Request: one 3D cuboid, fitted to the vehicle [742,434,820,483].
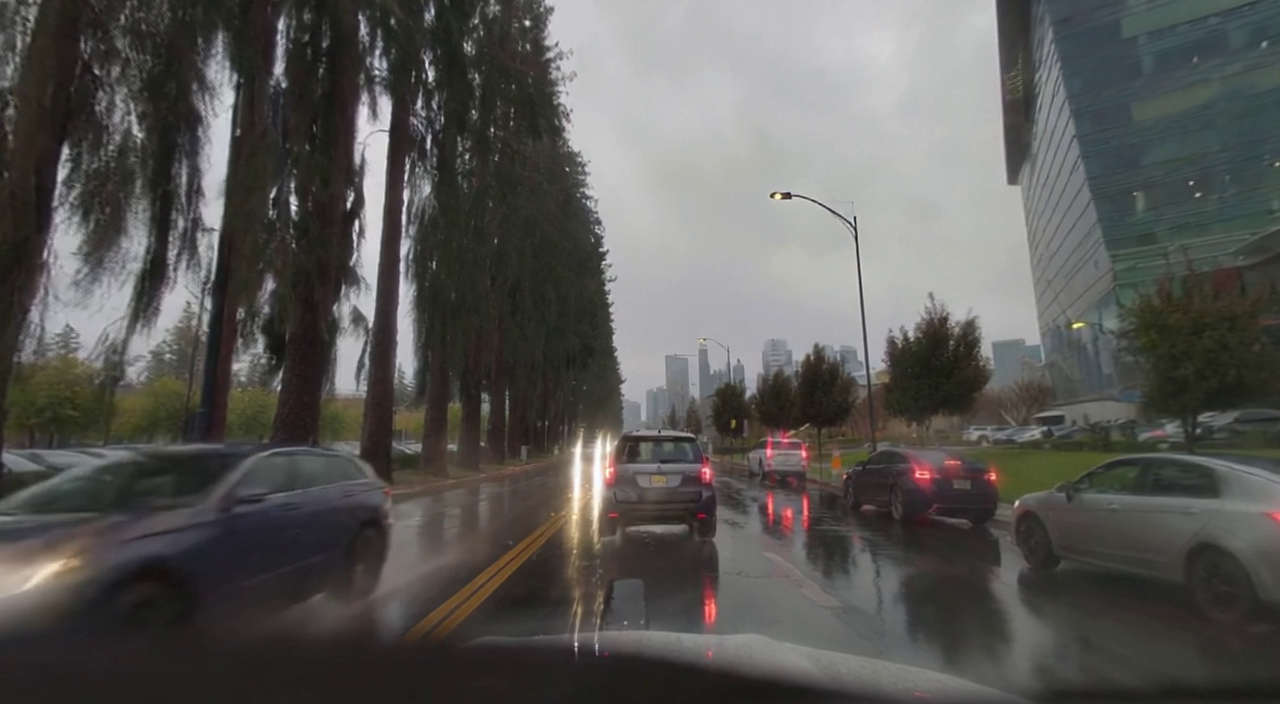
[{"bbox_3d":[5.649,4.325,25.850,2.059,1.813,4.637,0,-9,-1],"label":"vehicle"}]

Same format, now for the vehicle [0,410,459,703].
[{"bbox_3d":[-3.194,1.365,5.014,2.090,1.532,4.529,0,-9,1],"label":"vehicle"}]

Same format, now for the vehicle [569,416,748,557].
[{"bbox_3d":[0.233,1.885,9.467,2.105,1.653,3.887,0,-9,0],"label":"vehicle"}]

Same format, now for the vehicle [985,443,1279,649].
[{"bbox_3d":[5.540,1.629,6.069,1.809,1.478,4.623,0,-9,0],"label":"vehicle"}]

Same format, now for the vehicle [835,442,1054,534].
[{"bbox_3d":[5.667,2.556,12.613,1.852,1.452,4.852,0,-9,-1],"label":"vehicle"}]
